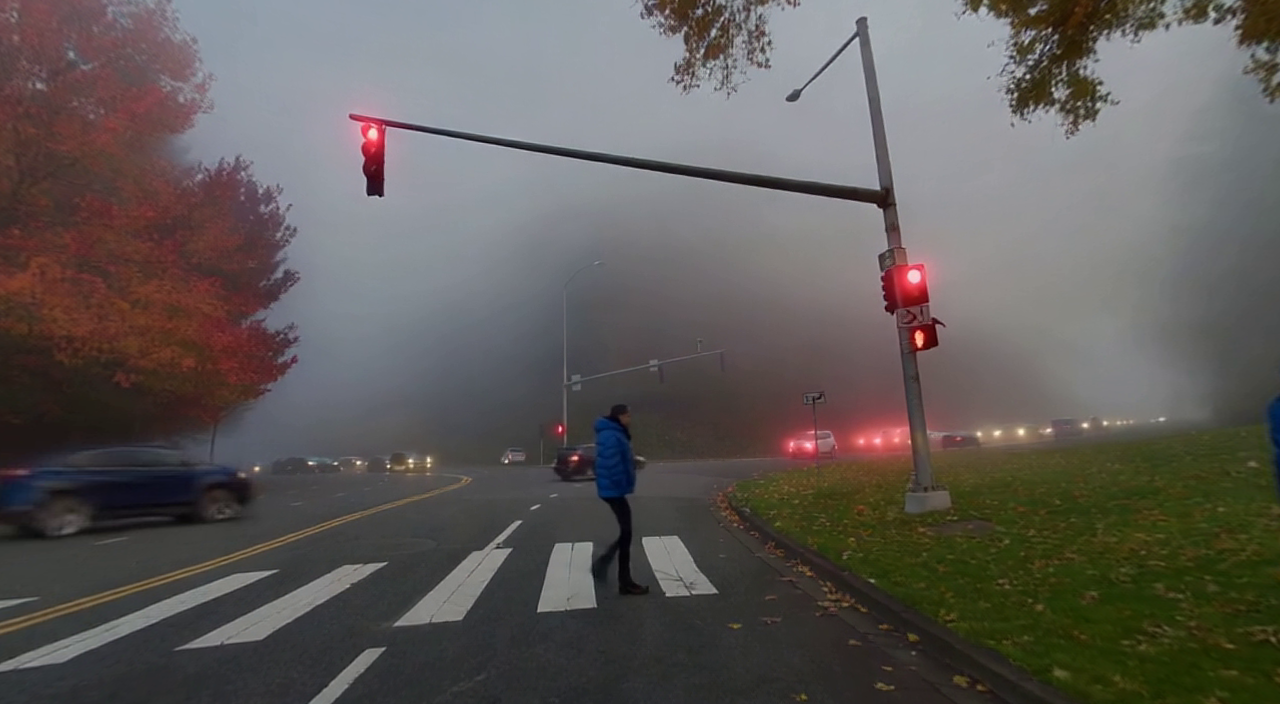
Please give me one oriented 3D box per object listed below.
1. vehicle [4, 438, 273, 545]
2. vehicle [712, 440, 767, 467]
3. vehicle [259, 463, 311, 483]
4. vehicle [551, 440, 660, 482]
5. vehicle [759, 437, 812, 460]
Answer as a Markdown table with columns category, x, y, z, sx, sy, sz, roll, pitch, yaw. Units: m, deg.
| category | x | y | z | sx | sy | sz | roll | pitch | yaw |
| --- | --- | --- | --- | --- | --- | --- | --- | --- | --- |
| vehicle | -11.112 | 2.979 | 14.186 | 2.001 | 1.988 | 4.281 | -8 | -11 | 39 |
| vehicle | 7.011 | 7.078 | 43.926 | 1.867 | 1.743 | 4.259 | -8 | -11 | 39 |
| vehicle | -28.124 | 9.581 | 49.746 | 1.776 | 1.452 | 3.920 | 0 | -9 | 0 |
| vehicle | -1.350 | 4.565 | 26.498 | 1.915 | 1.586 | 4.734 | -7 | -11 | 38 |
| vehicle | 11.478 | 7.586 | 49.366 | 1.979 | 1.659 | 4.907 | -8 | -11 | 39 |
